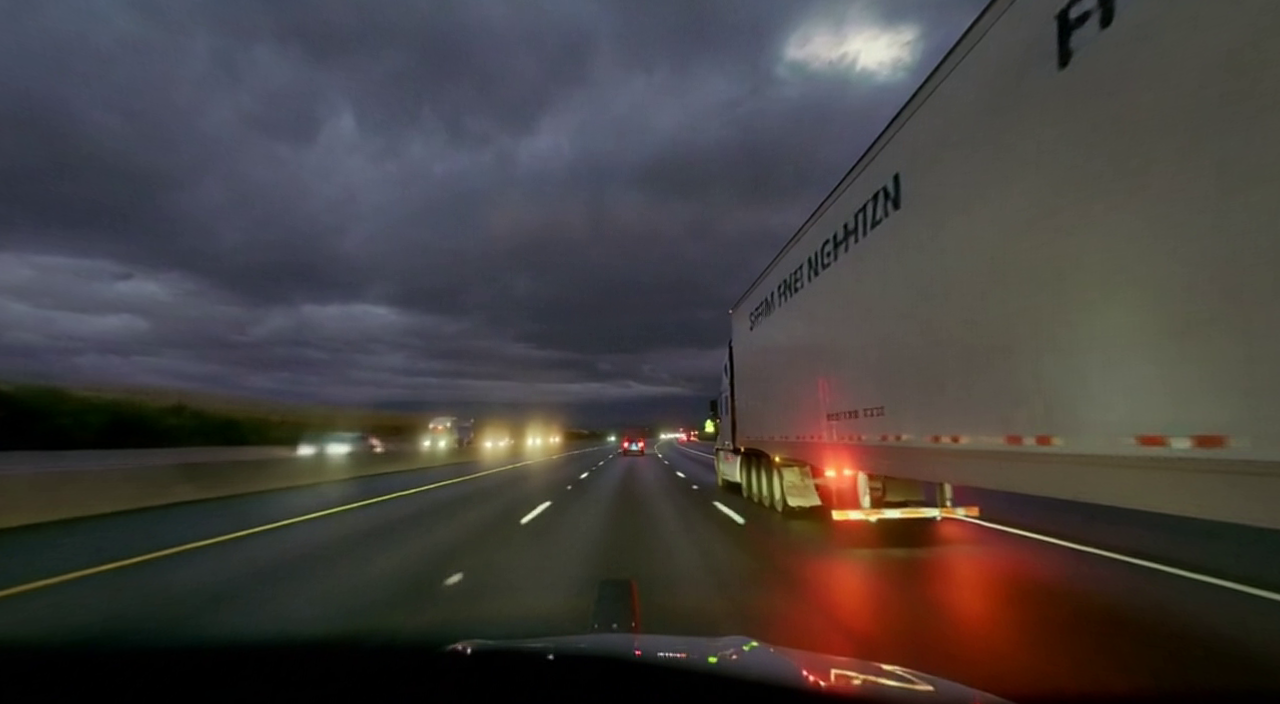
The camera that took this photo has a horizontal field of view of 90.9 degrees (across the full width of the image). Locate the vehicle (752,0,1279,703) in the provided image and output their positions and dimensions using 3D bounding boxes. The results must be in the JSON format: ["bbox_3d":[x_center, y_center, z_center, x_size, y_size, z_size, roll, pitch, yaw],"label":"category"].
[{"bbox_3d":[3.664,-0.217,3.810,2.976,4.077,14.571,0,-8,-1],"label":"vehicle"}]

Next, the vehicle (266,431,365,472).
[{"bbox_3d":[-14.448,4.437,28.404,1.883,1.651,4.896,0,-8,0],"label":"vehicle"}]
